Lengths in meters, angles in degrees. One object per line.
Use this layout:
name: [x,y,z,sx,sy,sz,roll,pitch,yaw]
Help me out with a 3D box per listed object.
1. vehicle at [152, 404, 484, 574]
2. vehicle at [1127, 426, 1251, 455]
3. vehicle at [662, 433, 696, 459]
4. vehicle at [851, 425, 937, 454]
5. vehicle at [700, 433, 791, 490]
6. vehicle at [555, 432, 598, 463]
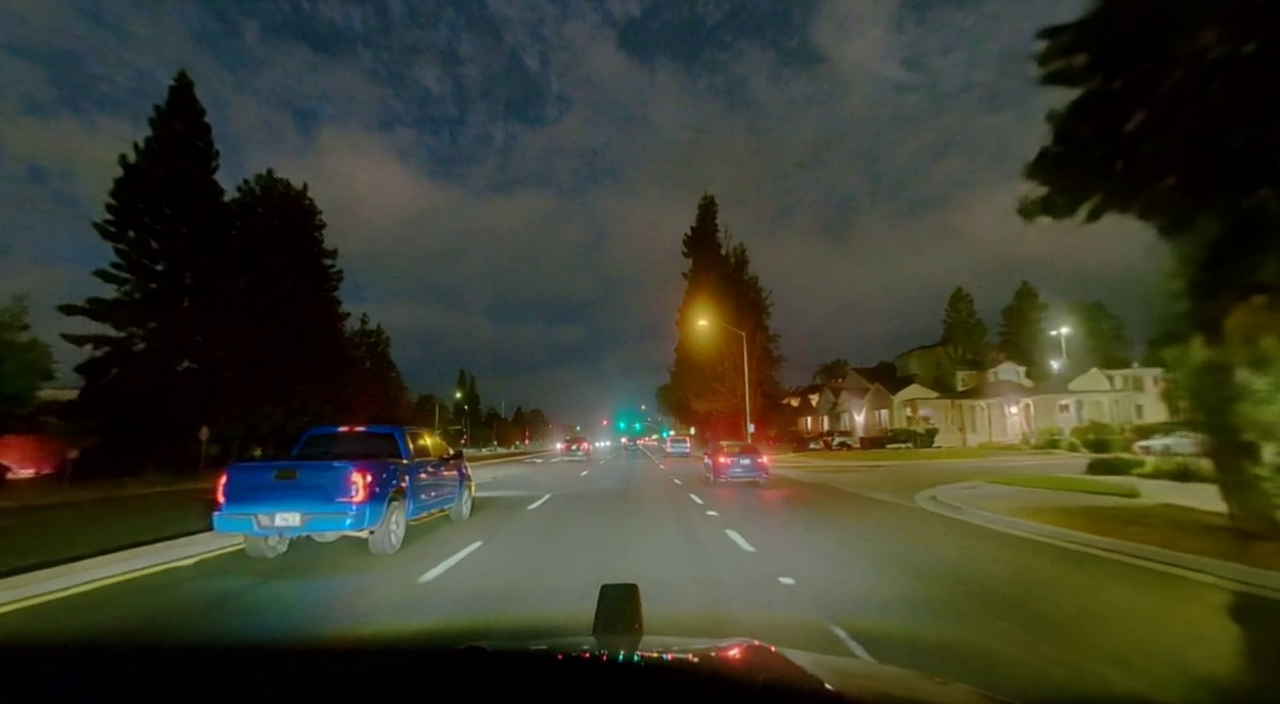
vehicle: [-4.032,1.785,9.307,2.111,1.745,5.274,-1,-8,0]
vehicle: [29.194,4.707,33.708,4.779,1.462,1.929,-1,-8,0]
vehicle: [2.954,7.216,48.705,2.099,1.845,4.363,0,-8,-2]
vehicle: [16.961,5.858,42.374,1.991,1.806,4.902,6,-10,-39]
vehicle: [2.980,3.176,18.805,1.884,1.463,4.195,0,-8,-2]
vehicle: [-3.970,6.050,40.163,2.218,1.829,4.492,-1,-8,1]
